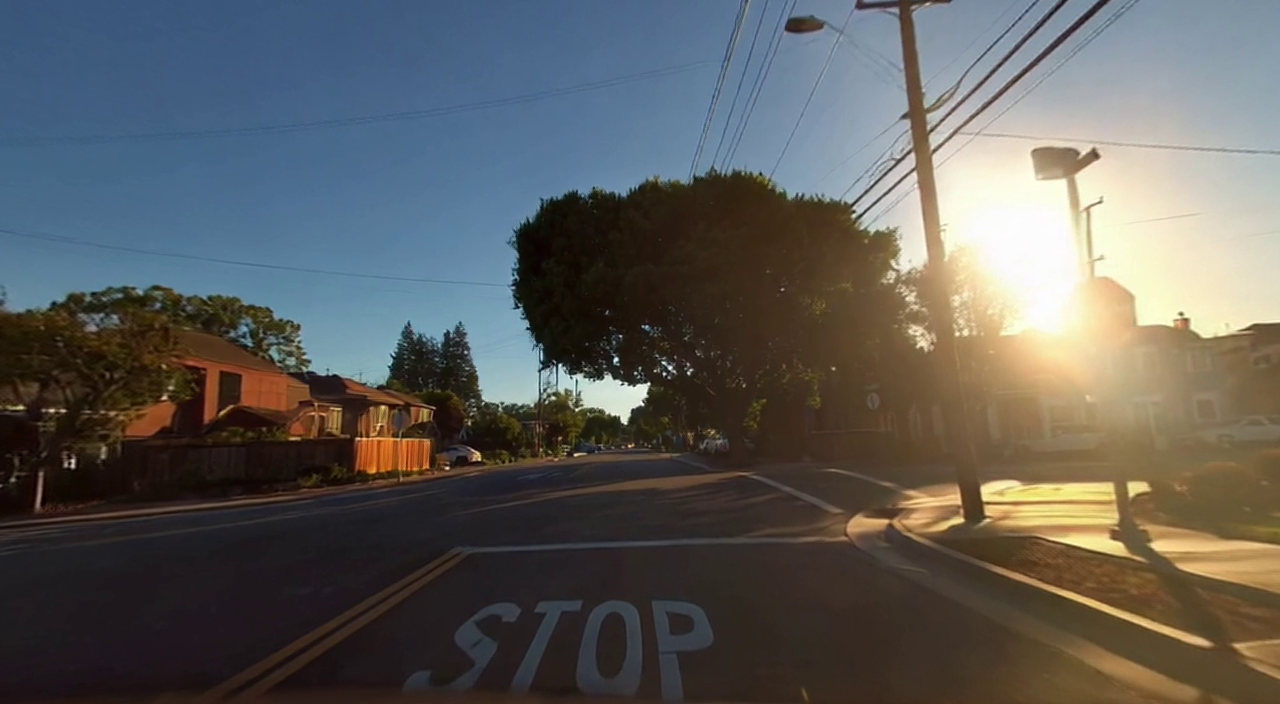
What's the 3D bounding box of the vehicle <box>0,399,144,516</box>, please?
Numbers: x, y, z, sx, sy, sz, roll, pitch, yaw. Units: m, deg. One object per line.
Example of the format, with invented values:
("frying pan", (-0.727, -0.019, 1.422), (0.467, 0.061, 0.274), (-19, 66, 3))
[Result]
("vehicle", (-19.937, 3.570, 21.053), (2.842, 3.181, 8.576), (6, -12, -22))
